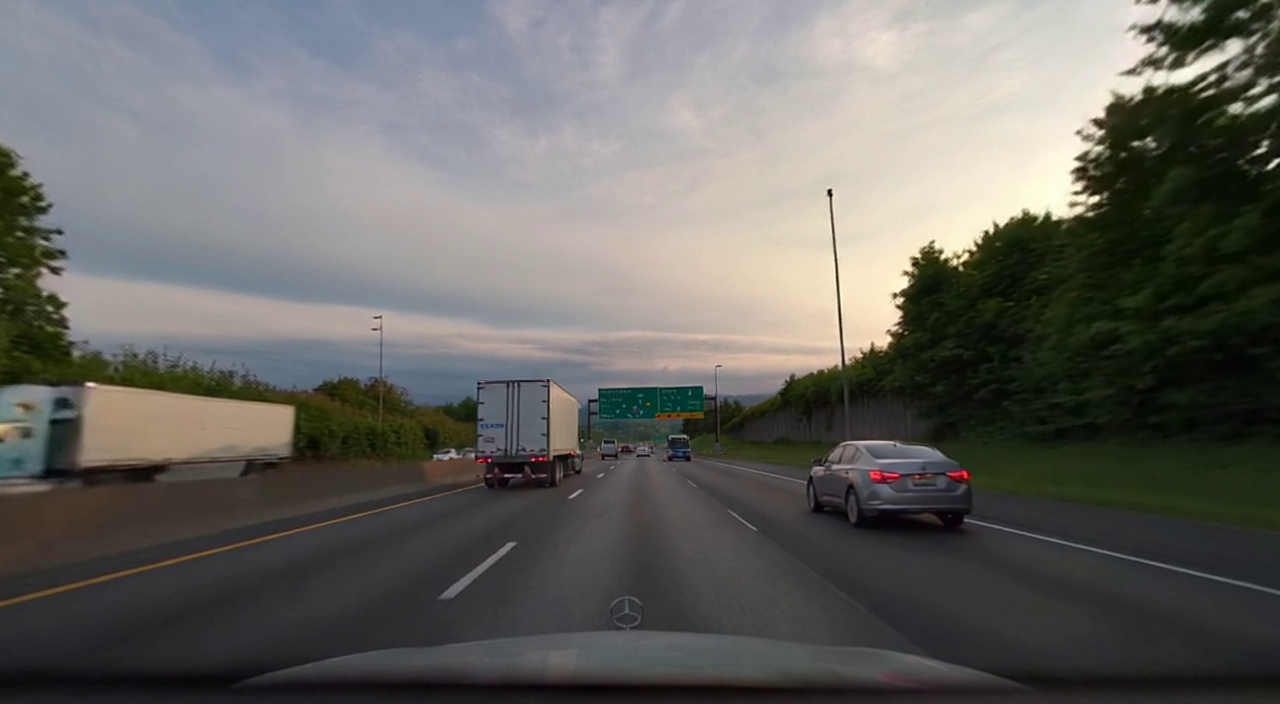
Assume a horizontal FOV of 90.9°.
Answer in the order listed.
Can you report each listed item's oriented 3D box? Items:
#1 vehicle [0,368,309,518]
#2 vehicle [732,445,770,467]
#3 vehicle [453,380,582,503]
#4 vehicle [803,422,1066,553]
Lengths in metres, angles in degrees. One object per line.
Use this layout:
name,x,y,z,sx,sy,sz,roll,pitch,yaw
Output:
vehicle,-19.133,3.732,25.009,3.205,4.080,16.329,-2,-9,0
vehicle,7.987,7.511,45.573,1.876,1.475,4.185,0,-9,-1
vehicle,-3.515,2.839,19.910,2.667,3.195,6.731,0,-9,0
vehicle,4.066,1.941,9.632,1.983,1.545,4.038,0,-9,-1
